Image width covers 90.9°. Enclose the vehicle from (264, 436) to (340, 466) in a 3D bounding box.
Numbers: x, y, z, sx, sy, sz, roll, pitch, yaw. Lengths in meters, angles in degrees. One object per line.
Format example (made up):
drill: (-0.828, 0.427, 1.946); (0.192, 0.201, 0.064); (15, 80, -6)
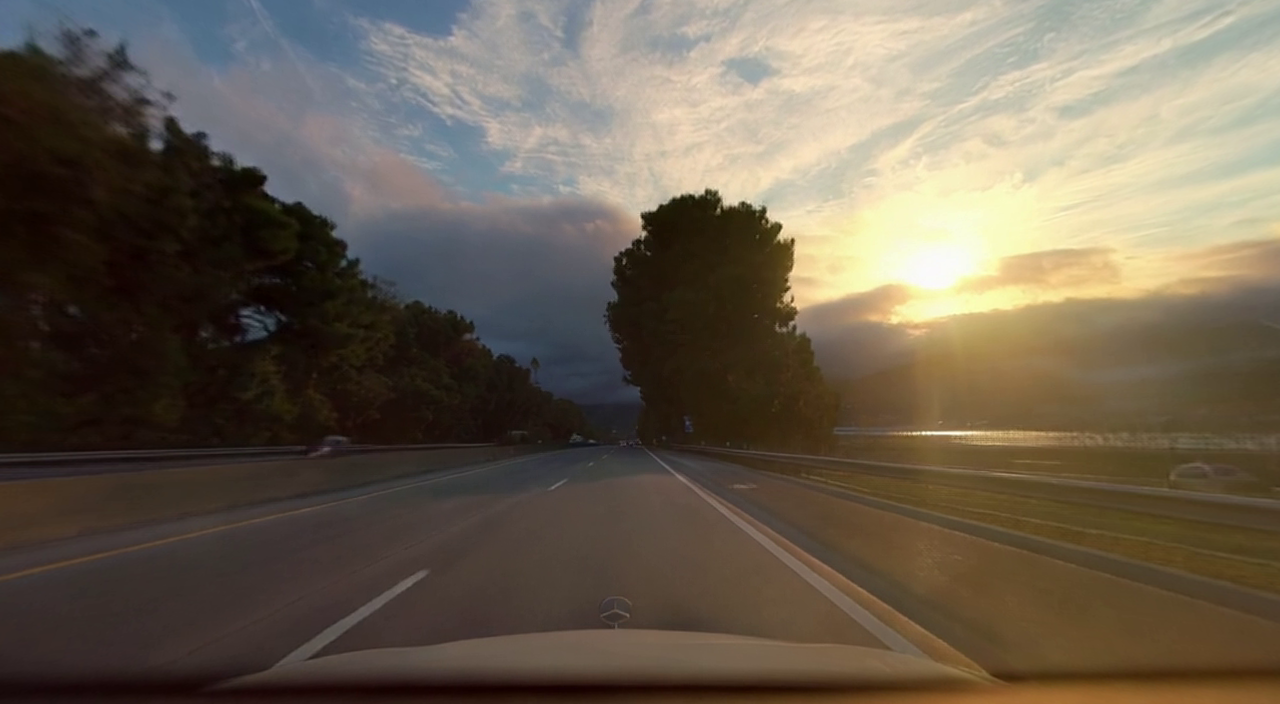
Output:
vehicle: (-17.065, 4.983, 32.012); (1.763, 1.421, 3.824); (0, -8, 0)
